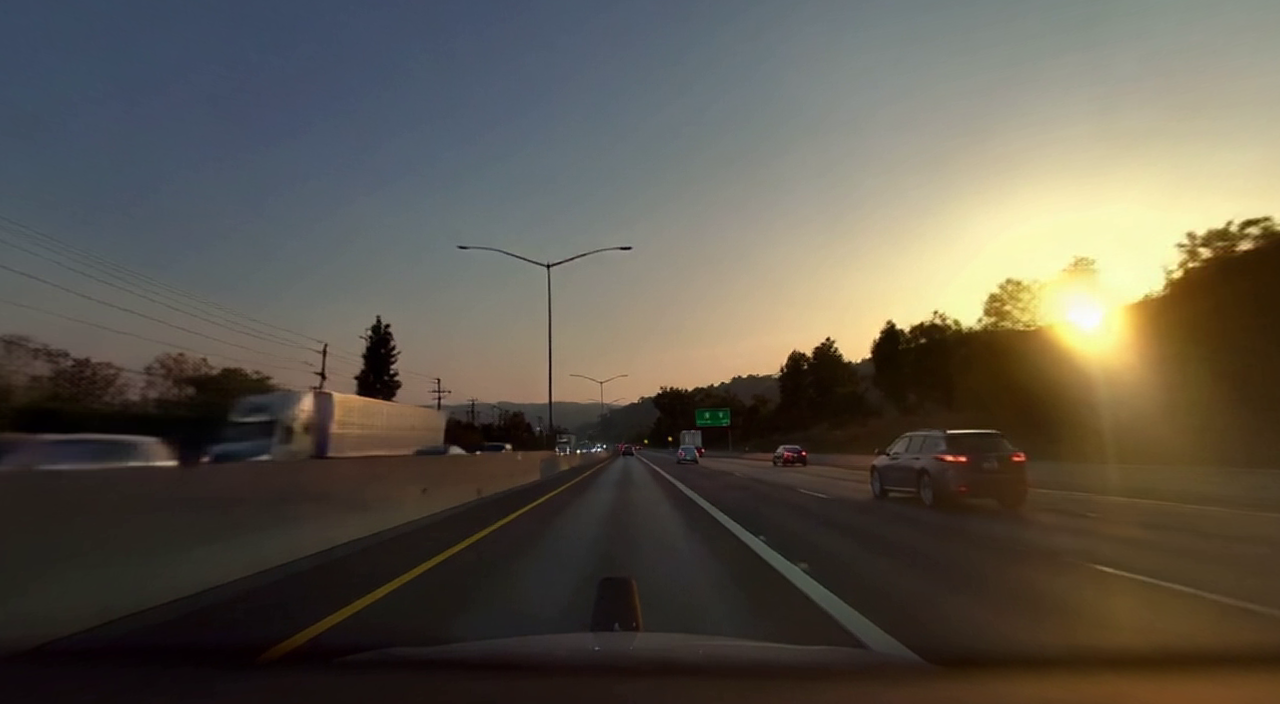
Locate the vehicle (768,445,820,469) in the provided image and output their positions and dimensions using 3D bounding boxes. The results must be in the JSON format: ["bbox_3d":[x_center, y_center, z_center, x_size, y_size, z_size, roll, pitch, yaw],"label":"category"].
[{"bbox_3d":[10.170,6.950,42.030,1.987,1.502,5.130,0,-9,-2],"label":"vehicle"}]

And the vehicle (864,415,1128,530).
[{"bbox_3d":[6.810,2.375,13.110,2.244,1.858,5.414,0,-9,-1],"label":"vehicle"}]

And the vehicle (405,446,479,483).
[{"bbox_3d":[-8.051,4.582,26.016,1.873,1.404,3.564,0,-9,1],"label":"vehicle"}]

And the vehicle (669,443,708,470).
[{"bbox_3d":[3.022,6.618,40.292,2.018,1.600,4.121,0,-9,-2],"label":"vehicle"}]

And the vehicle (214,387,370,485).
[{"bbox_3d":[-15.408,3.852,28.760,3.225,3.908,6.550,0,-9,0],"label":"vehicle"}]
